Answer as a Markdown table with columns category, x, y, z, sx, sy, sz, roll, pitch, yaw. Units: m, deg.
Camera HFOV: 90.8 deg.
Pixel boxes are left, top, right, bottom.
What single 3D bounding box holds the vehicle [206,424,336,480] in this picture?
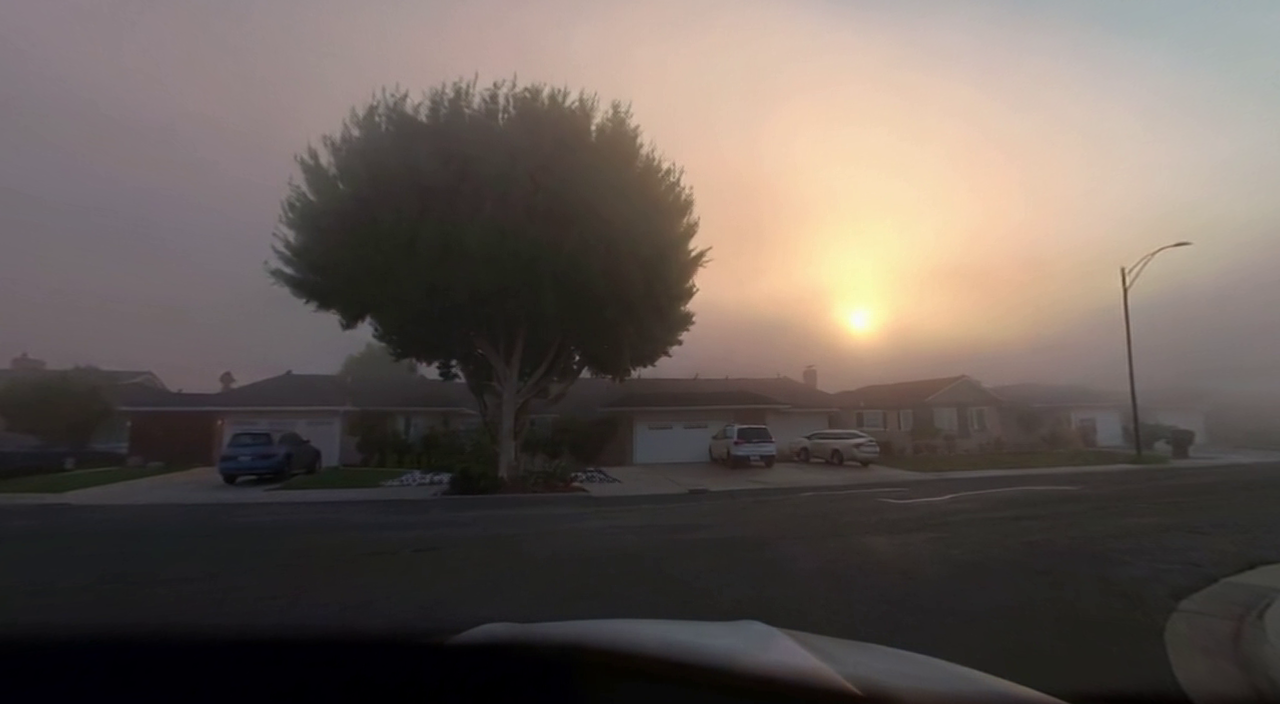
| category | x | y | z | sx | sy | sz | roll | pitch | yaw |
| --- | --- | --- | --- | --- | --- | --- | --- | --- | --- |
| vehicle | -12.186 | 3.350 | 21.299 | 1.942 | 1.651 | 4.655 | 1 | -9 | -6 |

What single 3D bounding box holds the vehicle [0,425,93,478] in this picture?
| category | x | y | z | sx | sy | sz | roll | pitch | yaw |
| --- | --- | --- | --- | --- | --- | --- | --- | --- | --- |
| vehicle | -21.818 | 3.407 | 21.617 | 1.942 | 1.700 | 4.478 | -1 | -9 | 4 |

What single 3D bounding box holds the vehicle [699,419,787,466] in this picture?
| category | x | y | z | sx | sy | sz | roll | pitch | yaw |
| --- | --- | --- | --- | --- | --- | --- | --- | --- | --- |
| vehicle | 4.042 | 3.673 | 25.571 | 1.937 | 1.731 | 4.179 | 2 | -9 | -15 |

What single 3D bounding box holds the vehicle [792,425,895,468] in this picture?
| category | x | y | z | sx | sy | sz | roll | pitch | yaw |
| --- | --- | --- | --- | --- | --- | --- | --- | --- | --- |
| vehicle | 8.083 | 3.829 | 25.536 | 1.873 | 1.556 | 4.216 | 3 | -9 | -16 |
